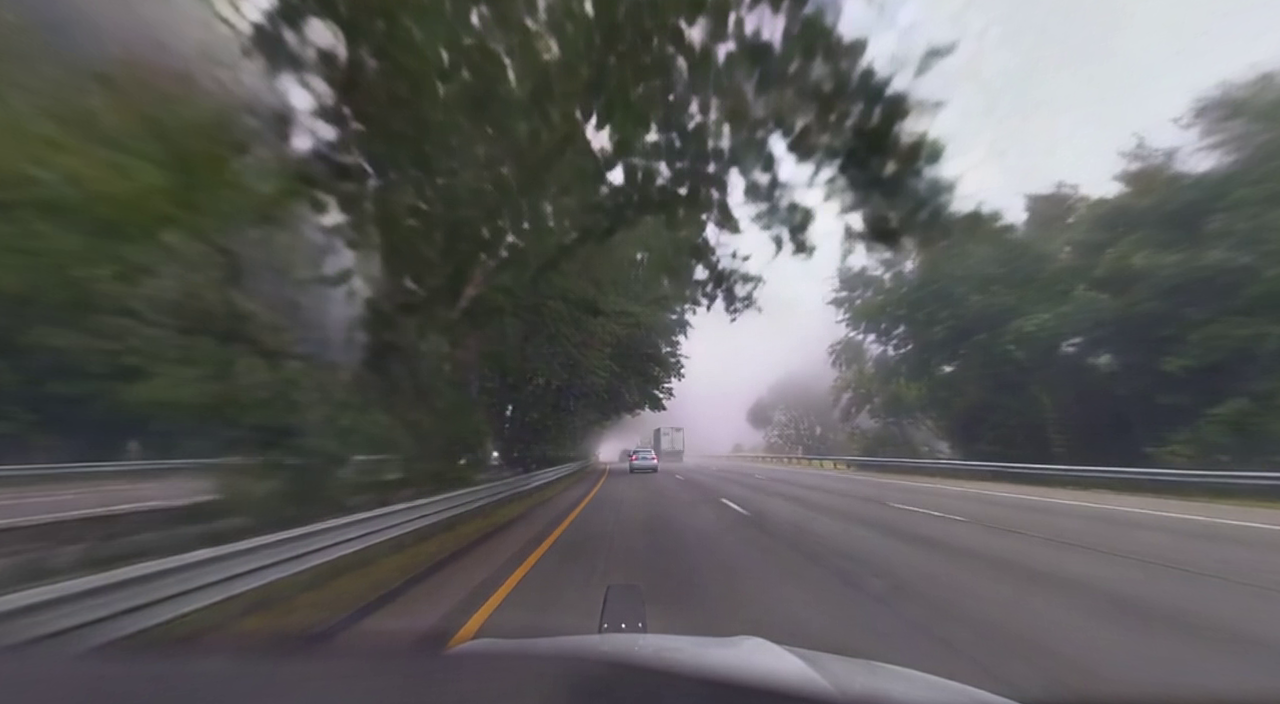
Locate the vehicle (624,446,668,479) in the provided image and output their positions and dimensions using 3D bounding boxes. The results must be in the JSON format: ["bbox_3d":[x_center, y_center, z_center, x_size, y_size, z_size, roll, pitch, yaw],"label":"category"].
[{"bbox_3d":[0.233,5.443,31.384,2.069,1.523,4.012,0,-9,-2],"label":"vehicle"}]

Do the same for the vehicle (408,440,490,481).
[{"bbox_3d":[-7.534,4.340,25.364,1.978,1.485,4.330,0,-9,0],"label":"vehicle"}]
